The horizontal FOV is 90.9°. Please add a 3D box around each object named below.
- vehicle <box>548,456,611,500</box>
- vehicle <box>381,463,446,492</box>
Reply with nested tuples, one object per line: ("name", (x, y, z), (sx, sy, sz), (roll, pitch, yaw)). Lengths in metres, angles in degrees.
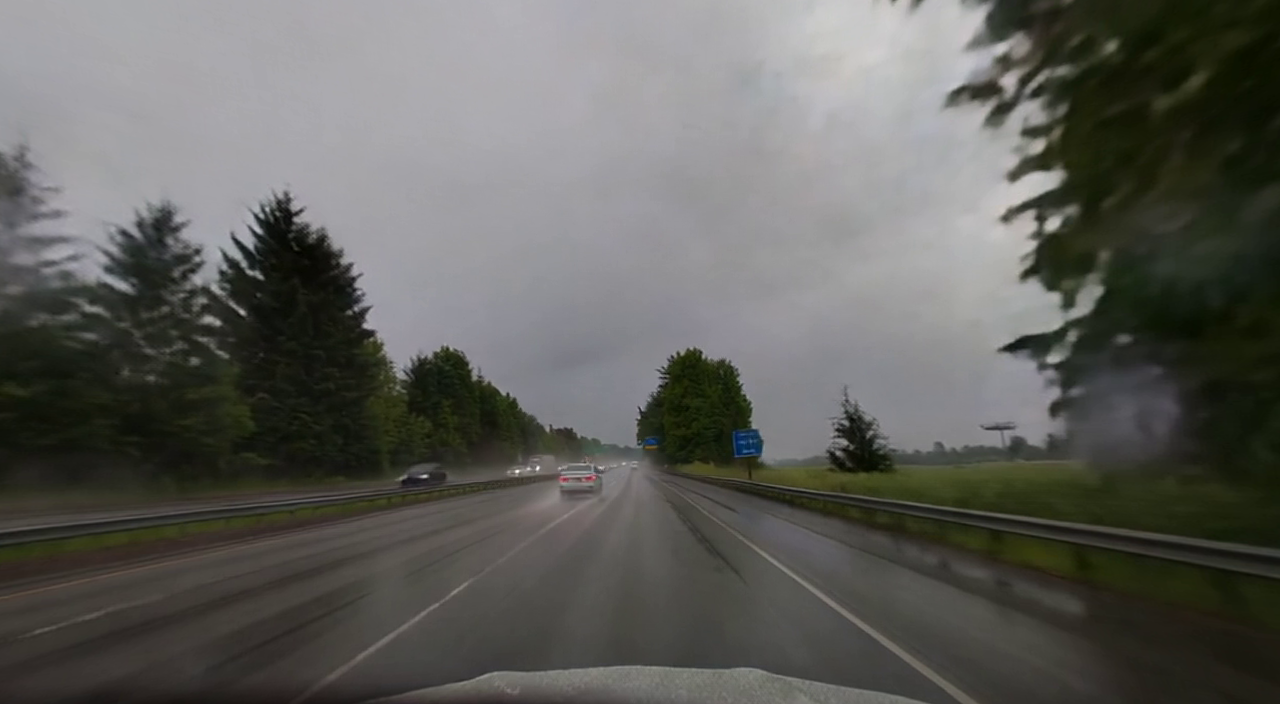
("vehicle", (-2.408, 5.222, 26.262), (2.104, 1.655, 4.039), (0, -10, 1))
("vehicle", (-13.061, 7.268, 36.637), (2.032, 1.513, 4.603), (1, -10, 0))
